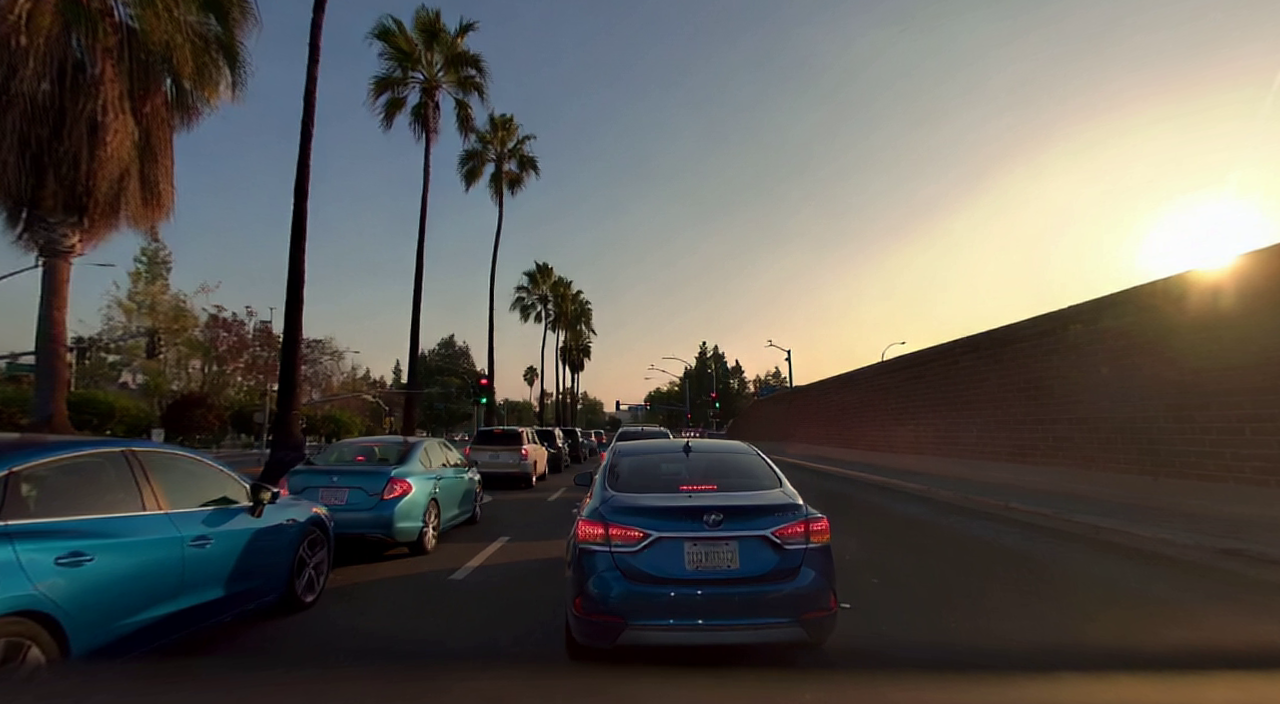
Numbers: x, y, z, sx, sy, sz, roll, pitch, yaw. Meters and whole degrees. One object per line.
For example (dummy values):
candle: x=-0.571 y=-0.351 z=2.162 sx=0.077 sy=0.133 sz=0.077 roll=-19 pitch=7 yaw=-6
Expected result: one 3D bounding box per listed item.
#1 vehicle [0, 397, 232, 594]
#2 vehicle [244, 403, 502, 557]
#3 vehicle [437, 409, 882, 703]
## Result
vehicle: x=-6.671 y=1.393 z=6.399 sx=1.963 sy=1.721 sz=4.662 roll=0 pitch=-8 yaw=-2
vehicle: x=-3.510 y=1.769 z=9.301 sx=2.055 sy=1.746 sz=4.136 roll=0 pitch=-8 yaw=-1
vehicle: x=0.045 y=1.333 z=5.213 sx=2.128 sy=1.473 sz=4.272 roll=0 pitch=-8 yaw=-2
